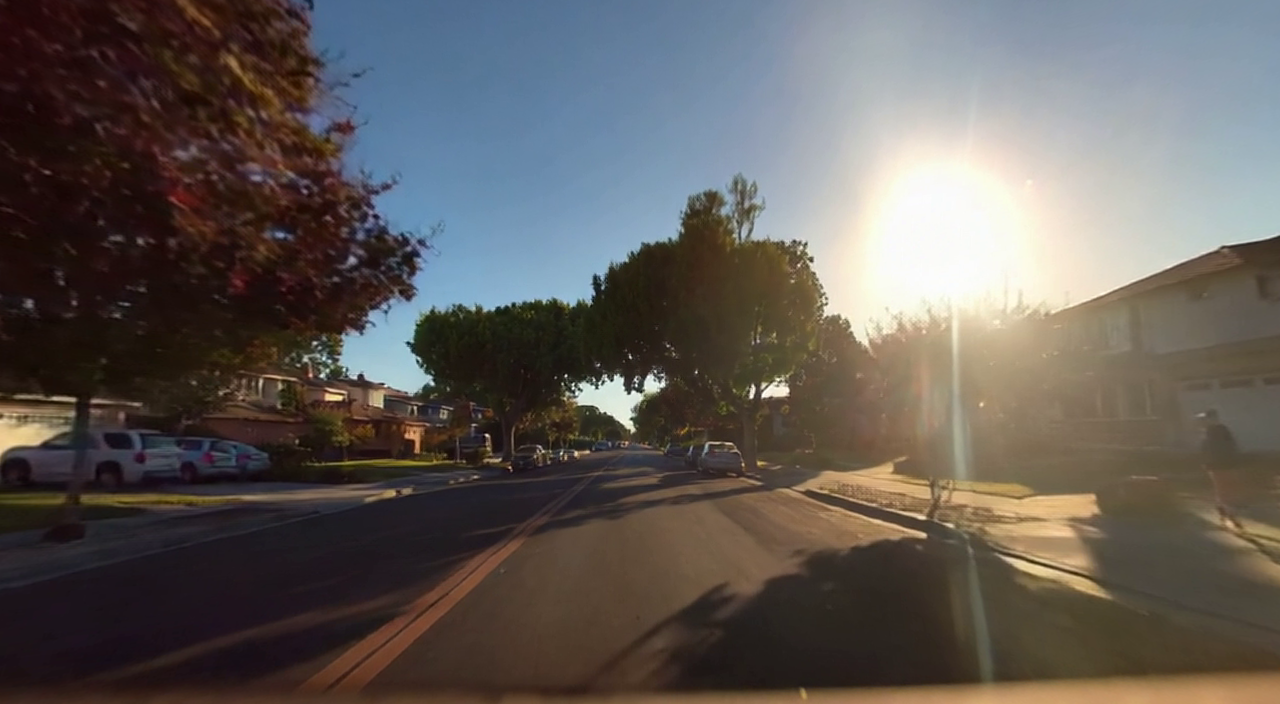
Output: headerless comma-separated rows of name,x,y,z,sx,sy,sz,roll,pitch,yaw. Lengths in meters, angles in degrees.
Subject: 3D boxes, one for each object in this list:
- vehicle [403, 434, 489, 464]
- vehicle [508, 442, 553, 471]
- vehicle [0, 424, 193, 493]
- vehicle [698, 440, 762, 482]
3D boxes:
vehicle,-14.448,7.236,47.109,5.681,2.094,2.344,-1,-8,2
vehicle,-6.614,6.349,38.543,1.985,1.497,4.655,-2,-8,-1
vehicle,-15.513,2.970,17.699,4.320,1.767,1.951,0,-8,0
vehicle,3.643,4.486,26.282,1.917,1.569,4.460,0,-8,-1
